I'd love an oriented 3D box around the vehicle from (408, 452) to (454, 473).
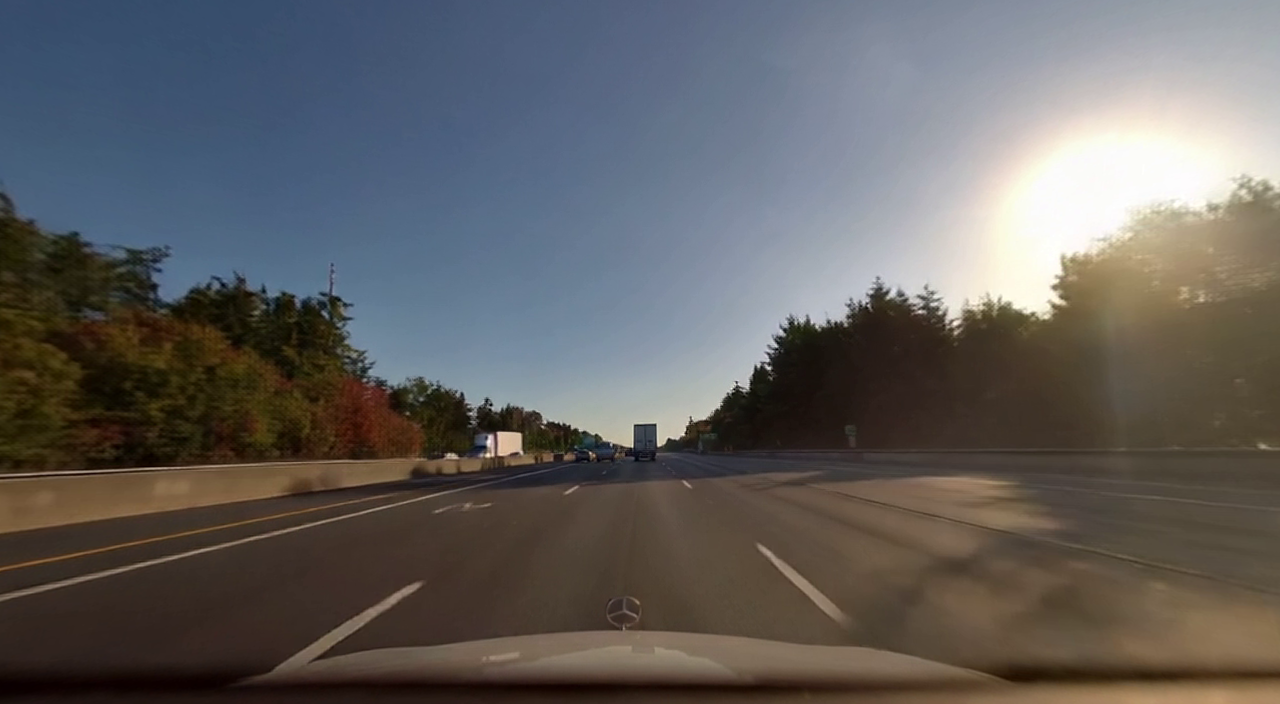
[{"bbox_3d":[-15.907,8.409,48.262,1.845,1.469,4.318,-1,-8,3],"label":"vehicle"}]
